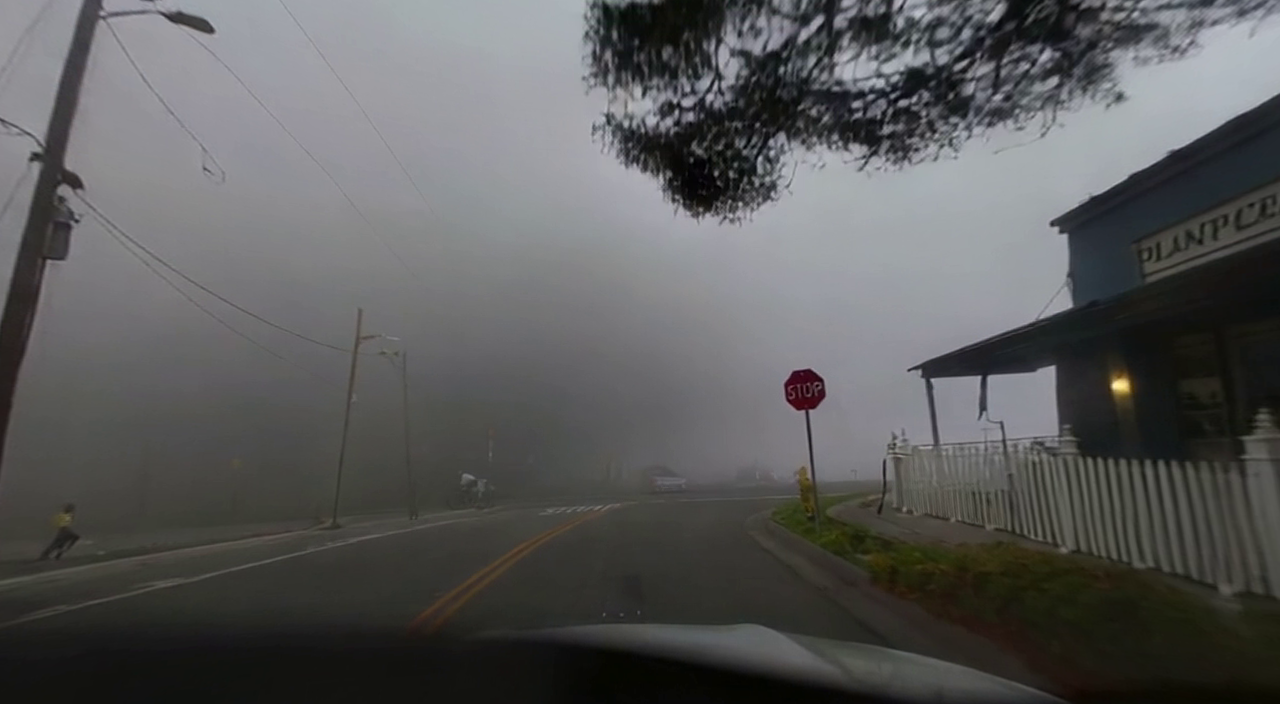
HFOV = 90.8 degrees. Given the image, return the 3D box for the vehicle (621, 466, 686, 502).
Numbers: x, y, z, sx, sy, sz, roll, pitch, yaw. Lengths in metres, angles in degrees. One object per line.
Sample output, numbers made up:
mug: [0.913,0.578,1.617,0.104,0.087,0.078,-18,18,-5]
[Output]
vehicle: [0.562,6.563,31.877,2.112,1.479,5.323,2,-9,-12]
